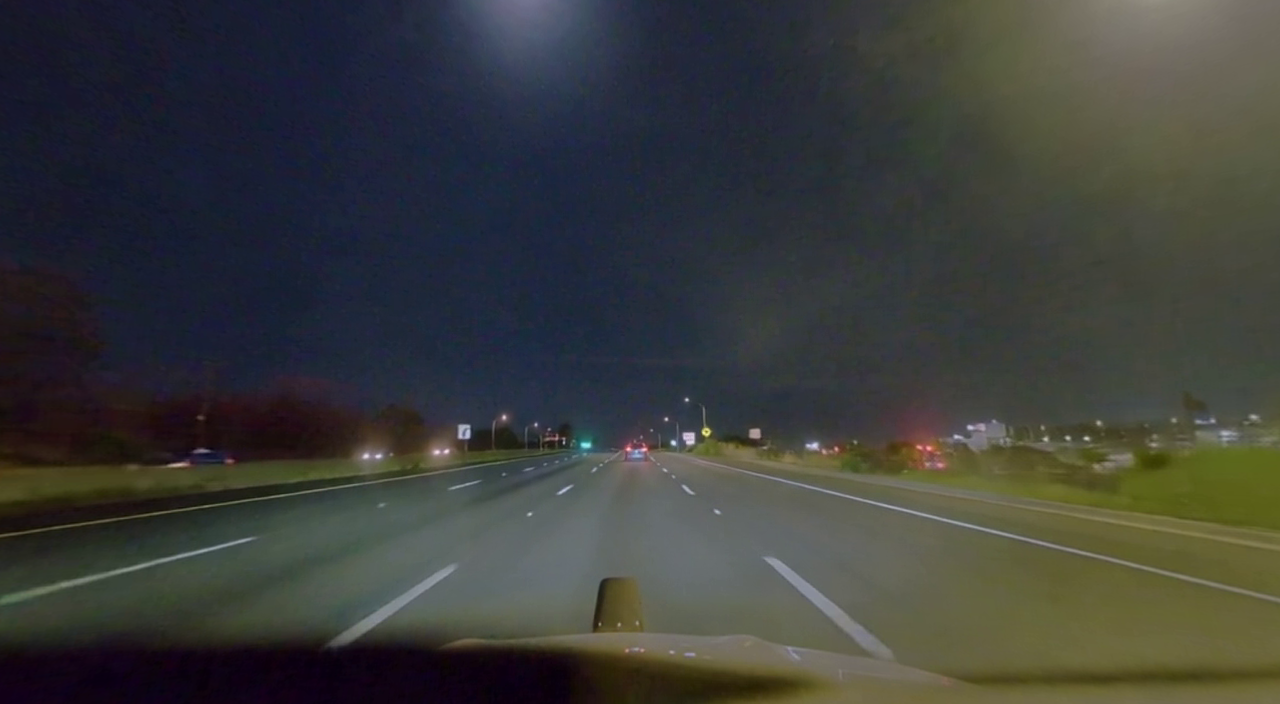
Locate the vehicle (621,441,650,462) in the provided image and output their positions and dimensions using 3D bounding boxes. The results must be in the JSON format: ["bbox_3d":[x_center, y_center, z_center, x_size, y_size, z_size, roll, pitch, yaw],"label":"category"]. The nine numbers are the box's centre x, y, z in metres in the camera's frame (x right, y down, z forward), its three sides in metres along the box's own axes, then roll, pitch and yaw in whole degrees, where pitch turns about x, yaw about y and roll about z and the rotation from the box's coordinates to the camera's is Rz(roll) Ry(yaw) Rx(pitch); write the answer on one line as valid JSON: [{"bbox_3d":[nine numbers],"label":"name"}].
[{"bbox_3d":[-0.366,7.328,46.695,2.025,1.460,4.189,0,-9,-1],"label":"vehicle"}]

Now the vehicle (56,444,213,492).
[{"bbox_3d":[-17.614,4.034,22.358,1.974,1.513,4.348,0,-9,-1],"label":"vehicle"}]
